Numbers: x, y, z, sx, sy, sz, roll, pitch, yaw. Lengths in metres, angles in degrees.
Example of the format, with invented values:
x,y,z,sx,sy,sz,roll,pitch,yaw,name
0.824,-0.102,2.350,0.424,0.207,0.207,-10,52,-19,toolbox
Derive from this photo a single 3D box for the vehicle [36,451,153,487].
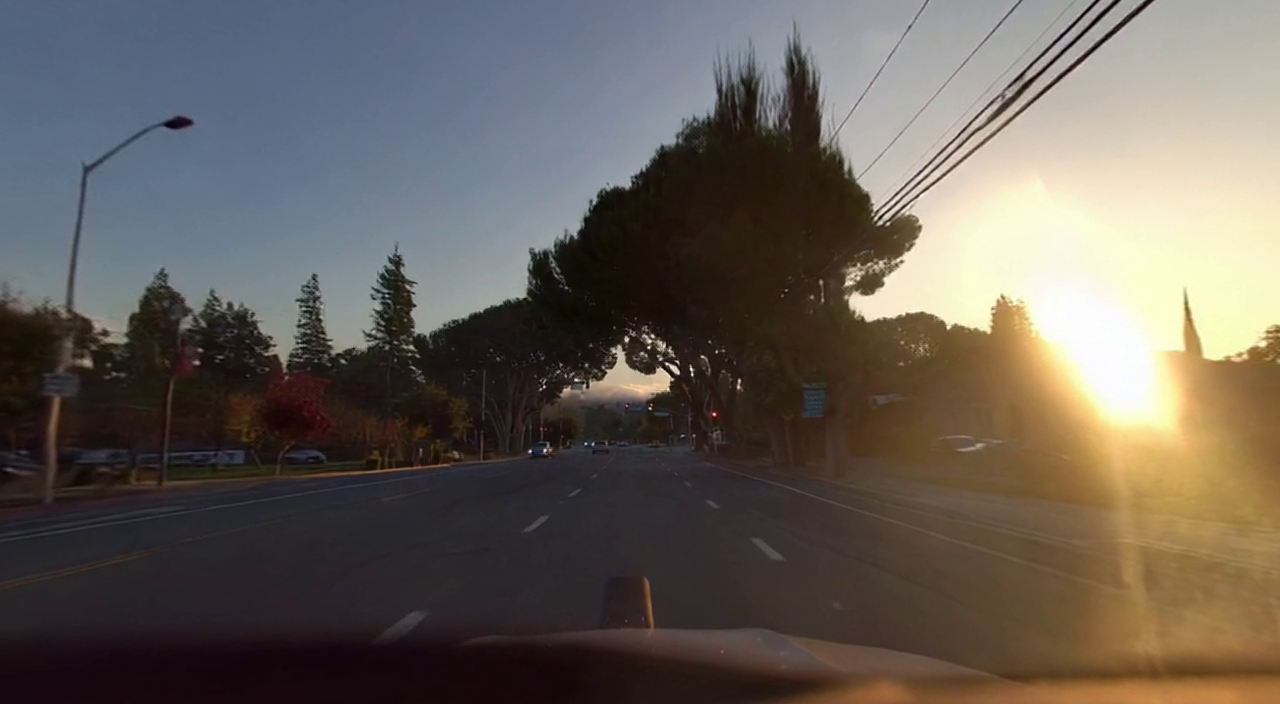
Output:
x,y,z,sx,sy,sz,roll,pitch,yaw,name
-22.816,4.892,26.453,3.309,1.386,1.573,1,-9,-5,vehicle

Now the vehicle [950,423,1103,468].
x,y,z,sx,sy,sz,roll,pitch,yaw,name
15.117,3.693,24.873,4.625,1.467,1.991,-3,-8,2,vehicle
